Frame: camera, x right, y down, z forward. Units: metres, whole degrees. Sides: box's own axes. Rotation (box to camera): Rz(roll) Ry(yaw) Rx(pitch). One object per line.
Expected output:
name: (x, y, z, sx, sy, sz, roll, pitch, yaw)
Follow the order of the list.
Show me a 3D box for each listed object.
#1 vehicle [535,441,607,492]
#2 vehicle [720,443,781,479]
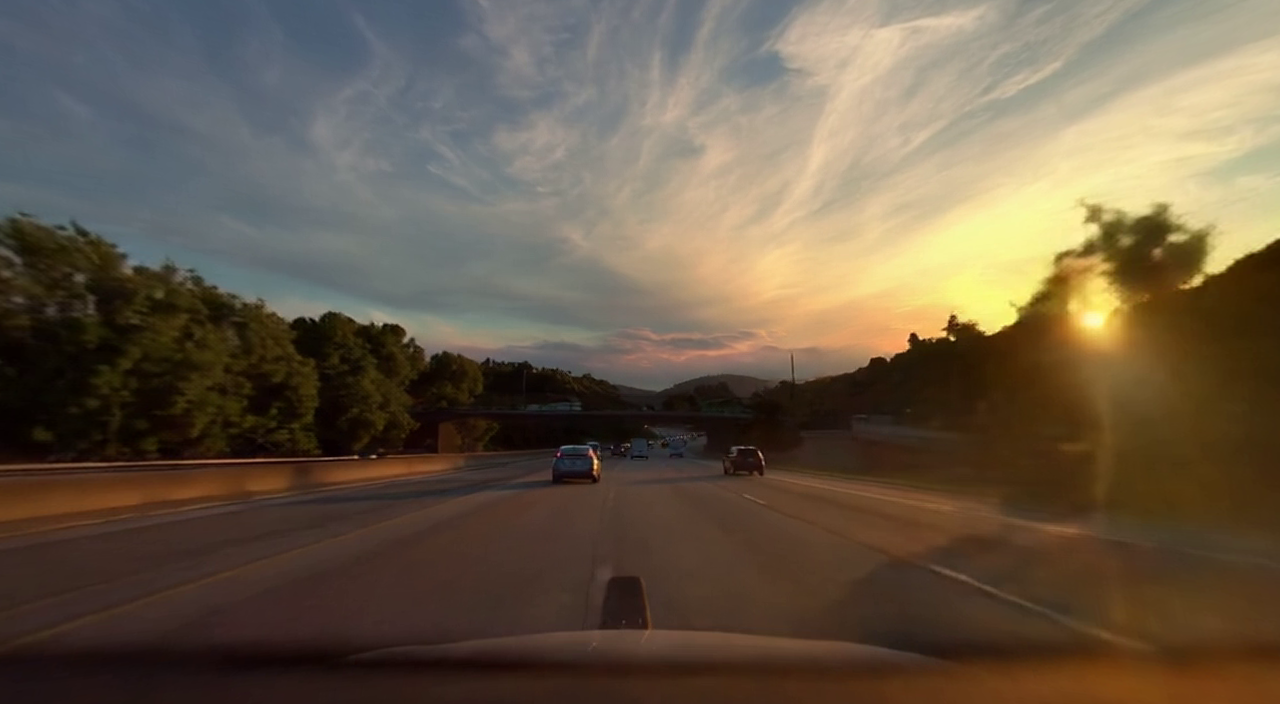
vehicle: (-2.183, 3.779, 21.129, 2.053, 1.483, 4.185, 0, -9, -2)
vehicle: (4.914, 4.881, 28.418, 1.926, 1.483, 3.528, 0, -9, -3)
